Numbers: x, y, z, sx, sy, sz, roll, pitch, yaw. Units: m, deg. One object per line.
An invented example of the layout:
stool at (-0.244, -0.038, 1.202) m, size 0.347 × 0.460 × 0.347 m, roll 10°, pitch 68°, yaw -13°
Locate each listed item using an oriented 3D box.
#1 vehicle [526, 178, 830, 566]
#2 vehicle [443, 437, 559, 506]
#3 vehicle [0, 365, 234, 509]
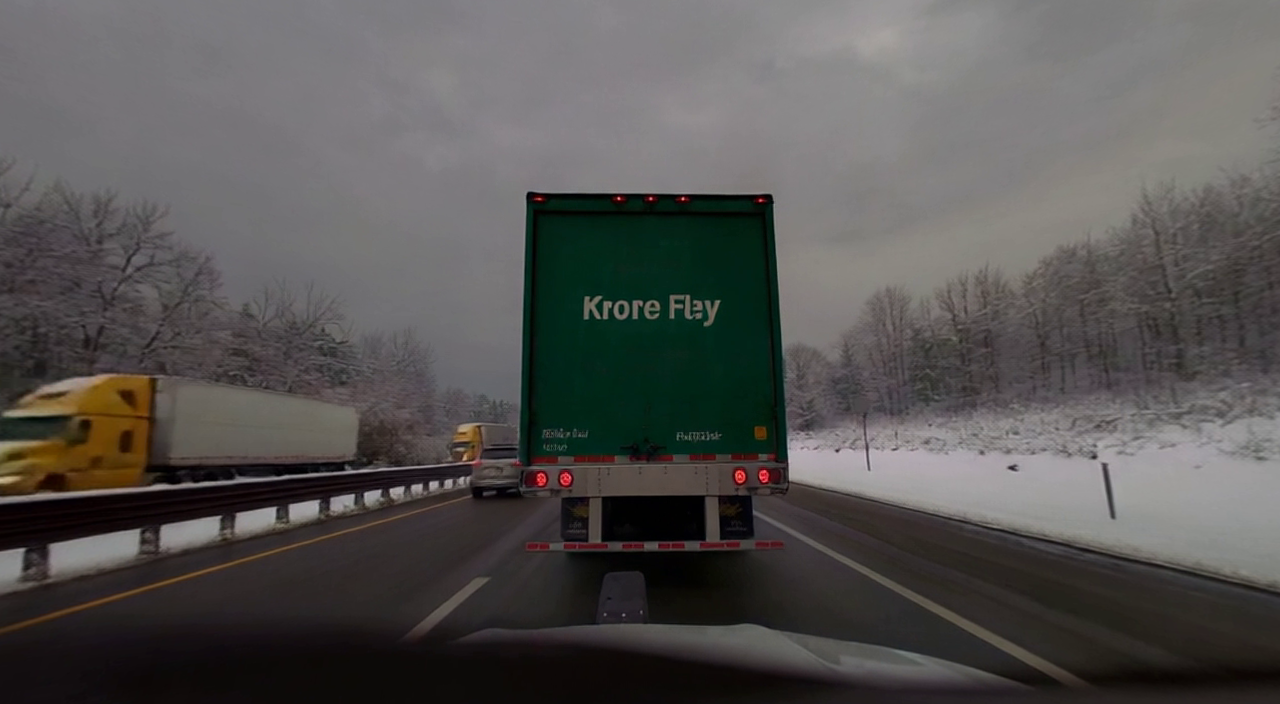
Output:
vehicle at (0.390, 1.244, 14.156) m, size 3.230 × 4.377 × 14.405 m, roll 0°, pitch -9°, yaw 0°
vehicle at (-3.535, 3.138, 16.968) m, size 2.095 × 1.600 × 4.247 m, roll 0°, pitch -9°, yaw 1°
vehicle at (-16.771, 2.797, 20.367) m, size 3.034 × 3.940 × 5.969 m, roll 0°, pitch -9°, yaw 0°
